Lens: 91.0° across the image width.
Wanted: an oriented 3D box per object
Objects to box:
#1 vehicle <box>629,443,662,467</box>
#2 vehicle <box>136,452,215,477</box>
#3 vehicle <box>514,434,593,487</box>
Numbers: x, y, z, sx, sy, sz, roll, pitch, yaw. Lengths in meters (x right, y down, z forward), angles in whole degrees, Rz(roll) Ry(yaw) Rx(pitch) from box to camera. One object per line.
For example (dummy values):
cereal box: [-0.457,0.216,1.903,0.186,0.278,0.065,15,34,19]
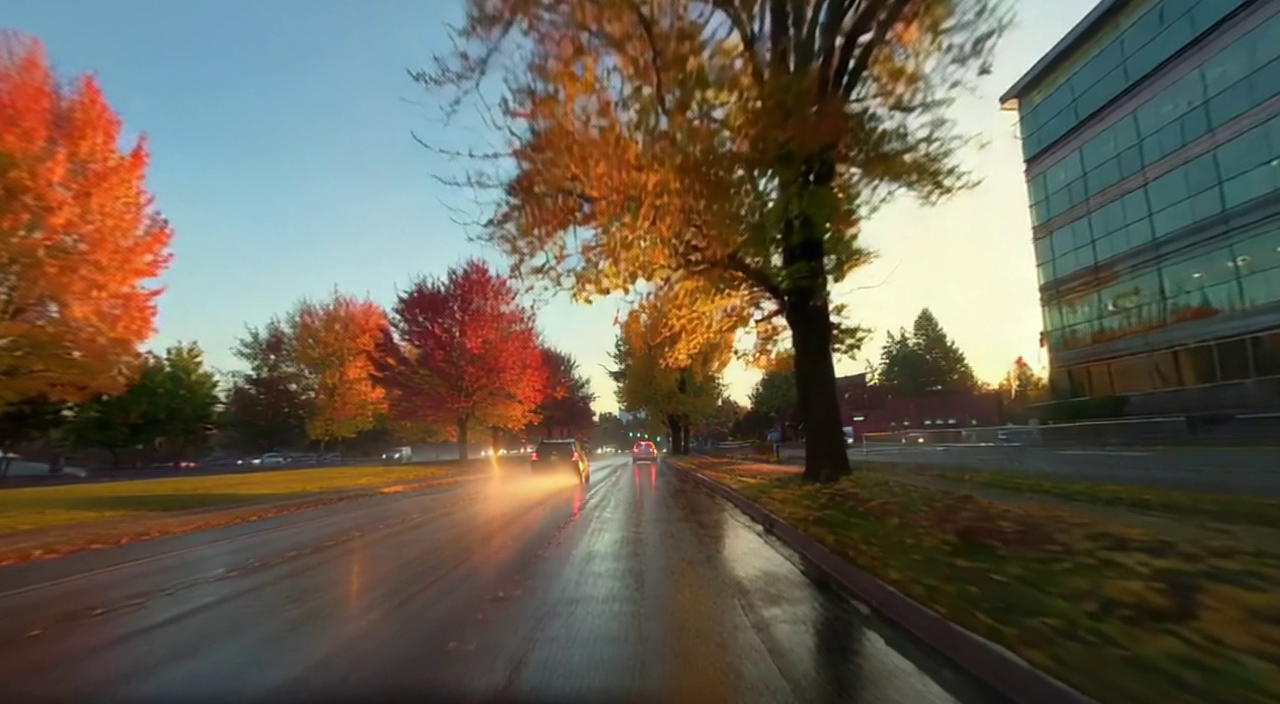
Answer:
vehicle: [0.295,6.661,41.000,2.040,1.493,3.682,0,-8,-1]
vehicle: [-31.039,7.518,42.234,1.927,1.519,4.467,0,-8,-1]
vehicle: [-2.978,3.837,22.672,2.197,1.709,4.069,-1,-8,1]
